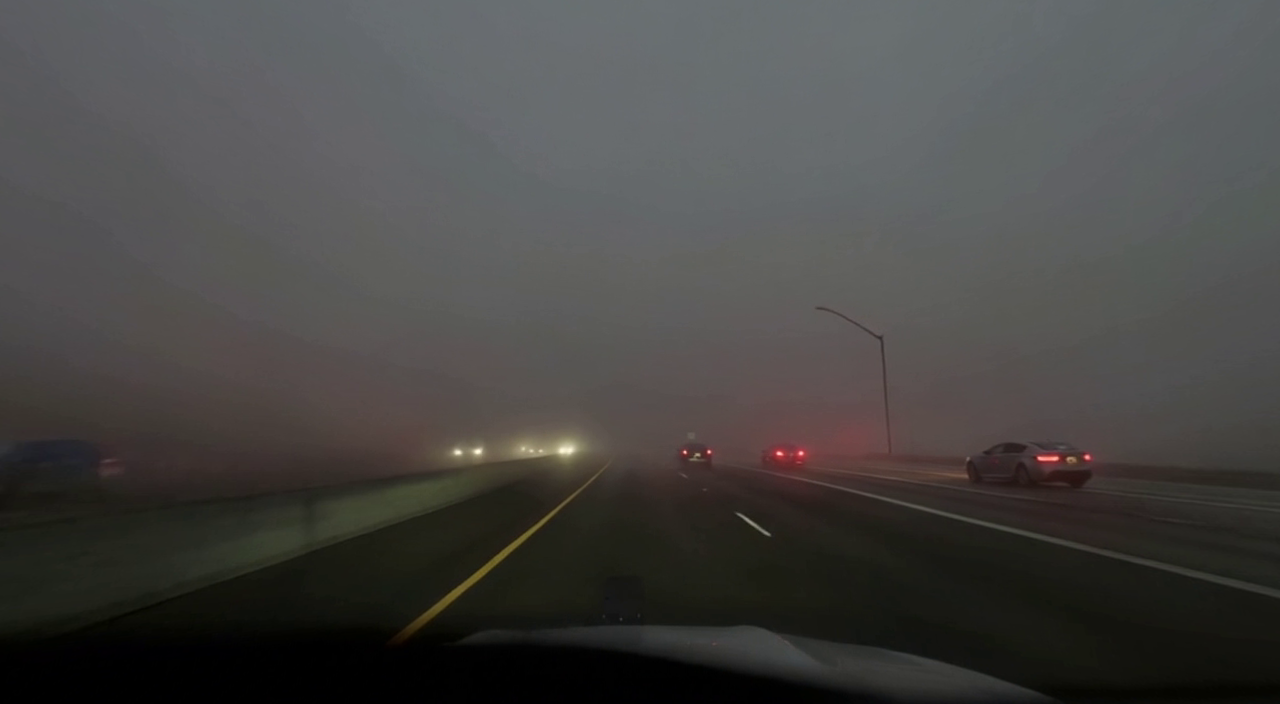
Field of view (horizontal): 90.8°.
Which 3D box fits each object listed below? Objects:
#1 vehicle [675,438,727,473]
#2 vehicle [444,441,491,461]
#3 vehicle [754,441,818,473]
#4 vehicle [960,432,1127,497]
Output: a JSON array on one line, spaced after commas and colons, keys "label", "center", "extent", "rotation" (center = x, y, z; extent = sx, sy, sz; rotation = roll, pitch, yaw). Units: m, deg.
[{"label": "vehicle", "center": [2.927, 5.115, 31.409], "extent": [1.977, 1.601, 4.598], "rotation": [0, -8, -2]}, {"label": "vehicle", "center": [-10.917, 6.300, 40.270], "extent": [1.866, 1.163, 3.756], "rotation": [0, -8, 2]}, {"label": "vehicle", "center": [6.977, 5.073, 30.682], "extent": [1.952, 1.442, 4.259], "rotation": [0, -8, -2]}, {"label": "vehicle", "center": [10.936, 3.067, 17.554], "extent": [1.844, 1.560, 4.085], "rotation": [0, -8, -1]}]
